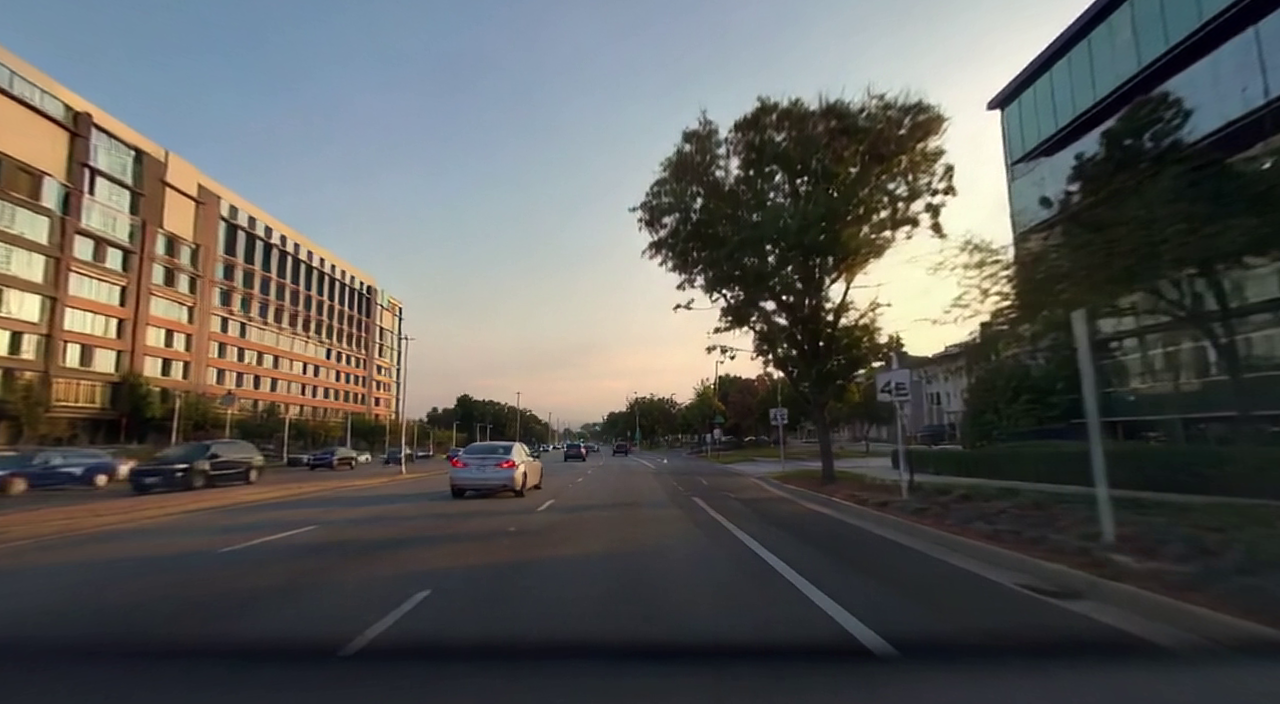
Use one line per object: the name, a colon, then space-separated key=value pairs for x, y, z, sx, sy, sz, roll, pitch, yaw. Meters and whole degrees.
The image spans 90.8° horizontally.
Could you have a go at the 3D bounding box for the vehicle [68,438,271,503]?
vehicle: x=-12.934 y=3.239 z=17.915 sx=2.123 sy=1.585 sz=4.856 roll=0 pitch=-8 yaw=-2

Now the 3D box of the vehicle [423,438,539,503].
vehicle: x=-4.018 y=3.037 z=16.758 sx=2.025 sy=1.474 sz=4.292 roll=0 pitch=-8 yaw=-1

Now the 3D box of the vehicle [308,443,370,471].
vehicle: x=-20.172 y=7.028 z=42.605 sx=1.963 sy=1.765 sz=4.595 roll=0 pitch=-8 yaw=-1
